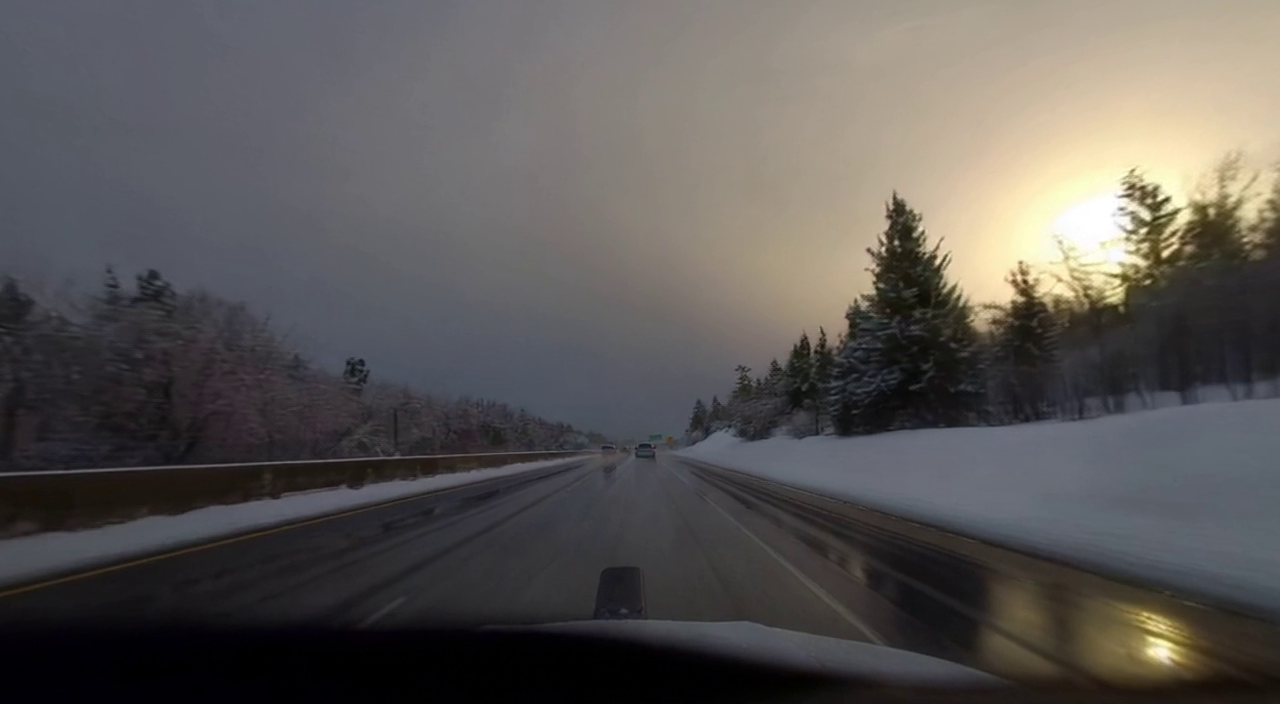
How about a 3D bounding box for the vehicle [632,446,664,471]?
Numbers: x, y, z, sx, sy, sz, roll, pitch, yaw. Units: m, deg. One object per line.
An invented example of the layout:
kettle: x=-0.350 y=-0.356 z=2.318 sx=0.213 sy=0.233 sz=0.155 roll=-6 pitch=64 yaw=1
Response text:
vehicle: x=0.508 y=6.785 z=40.384 sx=1.934 sy=1.488 sz=3.832 roll=0 pitch=-9 yaw=0
